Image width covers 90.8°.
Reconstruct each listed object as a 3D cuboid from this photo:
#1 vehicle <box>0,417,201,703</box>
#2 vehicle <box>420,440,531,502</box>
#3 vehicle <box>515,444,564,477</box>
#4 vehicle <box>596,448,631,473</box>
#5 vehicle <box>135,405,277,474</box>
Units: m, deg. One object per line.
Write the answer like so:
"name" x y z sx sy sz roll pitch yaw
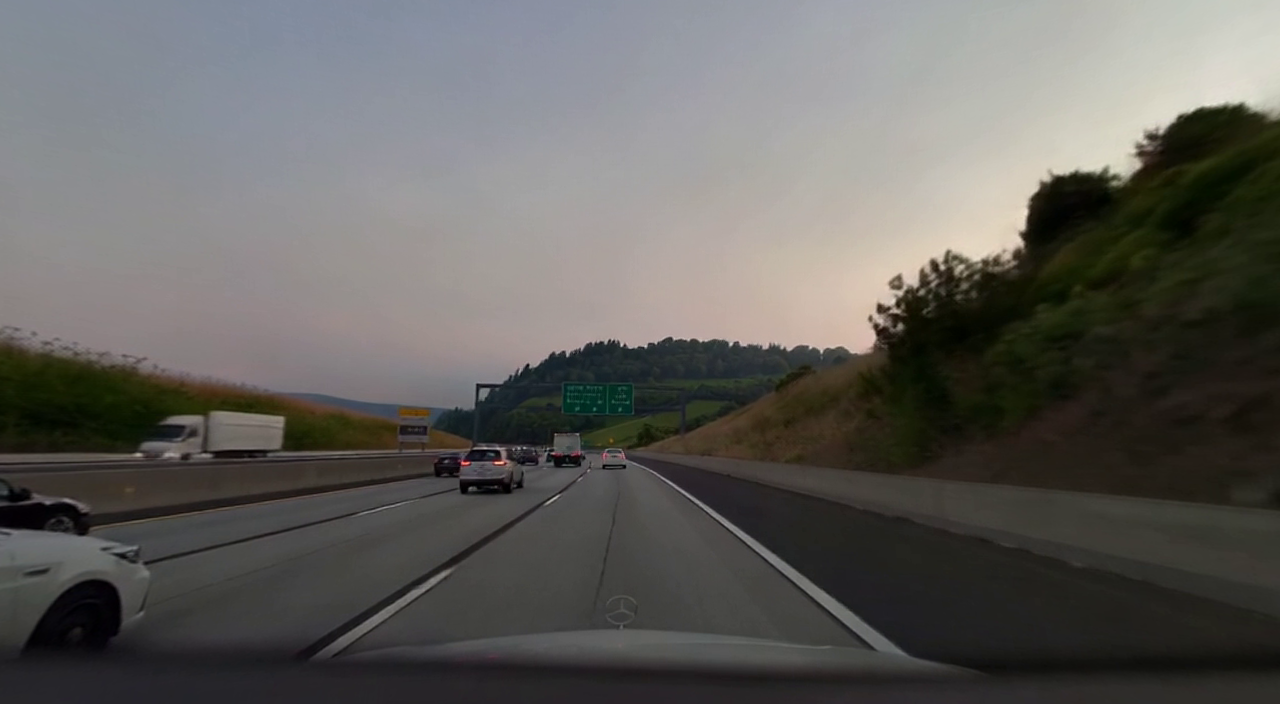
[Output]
"vehicle" -3.737 0.921 1.966 1.892 1.492 3.940 0 -9 0
"vehicle" -4.723 3.475 18.855 2.208 1.619 4.162 0 -9 -1
"vehicle" -5.319 5.824 34.025 2.118 1.624 4.032 0 -9 -2
"vehicle" -1.705 6.689 39.142 1.988 1.440 4.201 0 -9 -4
"vehicle" -24.341 5.055 36.050 2.694 3.452 7.760 0 -9 -2
